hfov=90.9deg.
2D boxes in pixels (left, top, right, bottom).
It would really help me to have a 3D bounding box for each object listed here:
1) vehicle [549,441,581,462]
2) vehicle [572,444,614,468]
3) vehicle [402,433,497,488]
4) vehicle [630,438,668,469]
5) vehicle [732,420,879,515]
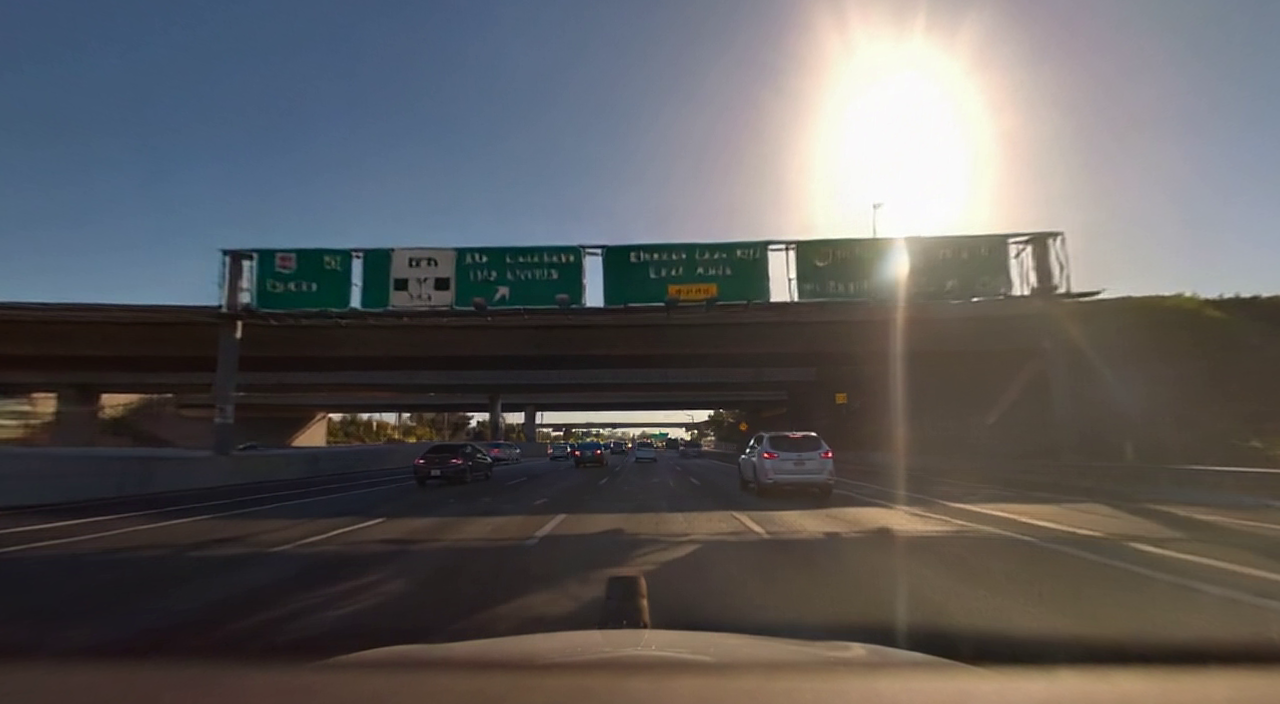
[{"bbox_3d":[-5.896,7.883,49.998,1.992,1.604,3.966,0,-8,0],"label":"vehicle"},{"bbox_3d":[-2.857,6.506,39.617,2.205,1.406,4.286,0,-8,1],"label":"vehicle"},{"bbox_3d":[-6.465,3.708,21.882,1.946,1.688,4.019,0,-8,1],"label":"vehicle"},{"bbox_3d":[0.542,5.947,37.165,2.133,1.739,3.925,0,-8,1],"label":"vehicle"},{"bbox_3d":[3.565,2.586,14.644,2.083,1.823,4.627,0,-8,-1],"label":"vehicle"}]
